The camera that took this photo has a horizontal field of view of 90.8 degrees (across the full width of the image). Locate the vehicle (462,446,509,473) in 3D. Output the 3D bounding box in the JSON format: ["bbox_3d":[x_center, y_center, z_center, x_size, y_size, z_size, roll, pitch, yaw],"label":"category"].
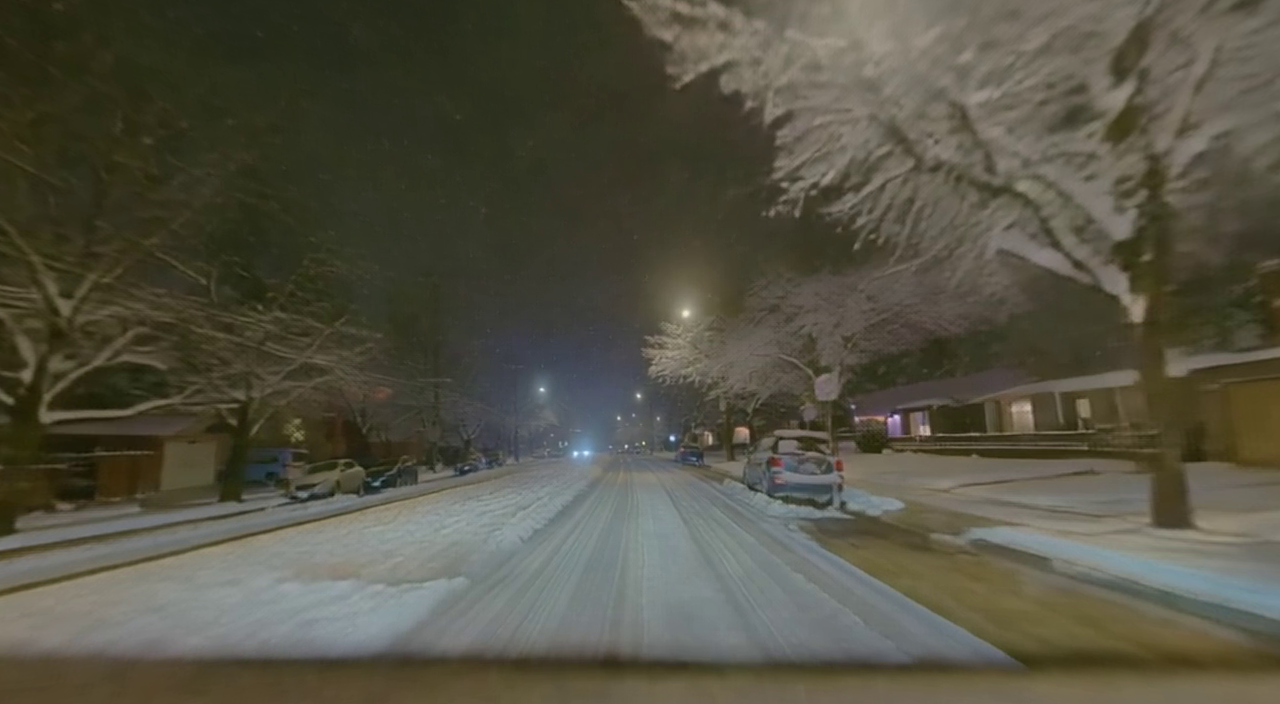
[{"bbox_3d":[-11.190,7.791,46.064,2.293,1.836,4.586,0,-8,-1],"label":"vehicle"}]

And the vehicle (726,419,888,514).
[{"bbox_3d":[3.837,2.793,15.981,2.319,1.938,5.961,0,-9,-2],"label":"vehicle"}]

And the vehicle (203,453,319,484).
[{"bbox_3d":[-19.387,5.956,32.480,4.569,1.498,2.072,0,-9,0],"label":"vehicle"}]

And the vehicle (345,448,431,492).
[{"bbox_3d":[-11.108,5.188,28.267,1.981,1.790,4.682,0,-9,-2],"label":"vehicle"}]

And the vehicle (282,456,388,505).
[{"bbox_3d":[-11.090,4.657,23.380,1.815,1.532,4.517,0,-9,-2],"label":"vehicle"}]

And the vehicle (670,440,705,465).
[{"bbox_3d":[3.585,7.726,48.822,2.176,1.793,5.534,0,-9,-1],"label":"vehicle"}]
